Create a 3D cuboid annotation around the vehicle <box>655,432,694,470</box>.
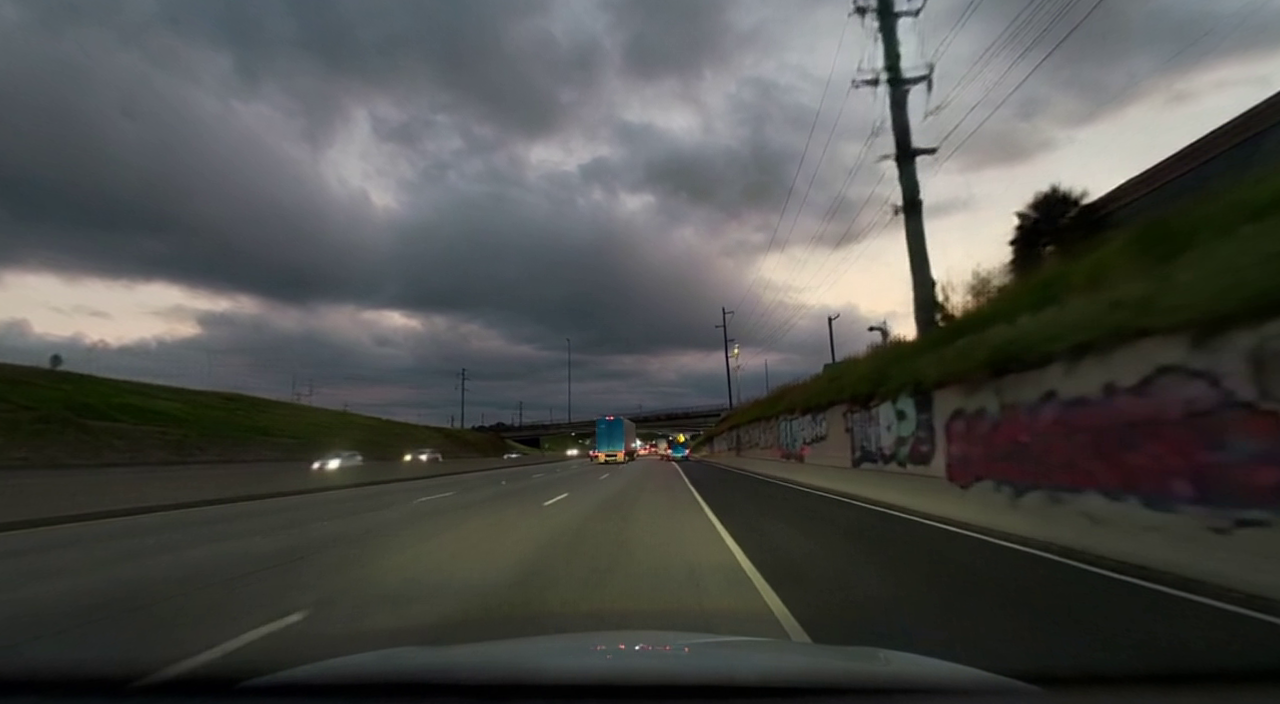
[{"bbox_3d":[2.519,7.485,47.638,2.462,2.627,5.799,0,-9,-1],"label":"vehicle"}]
